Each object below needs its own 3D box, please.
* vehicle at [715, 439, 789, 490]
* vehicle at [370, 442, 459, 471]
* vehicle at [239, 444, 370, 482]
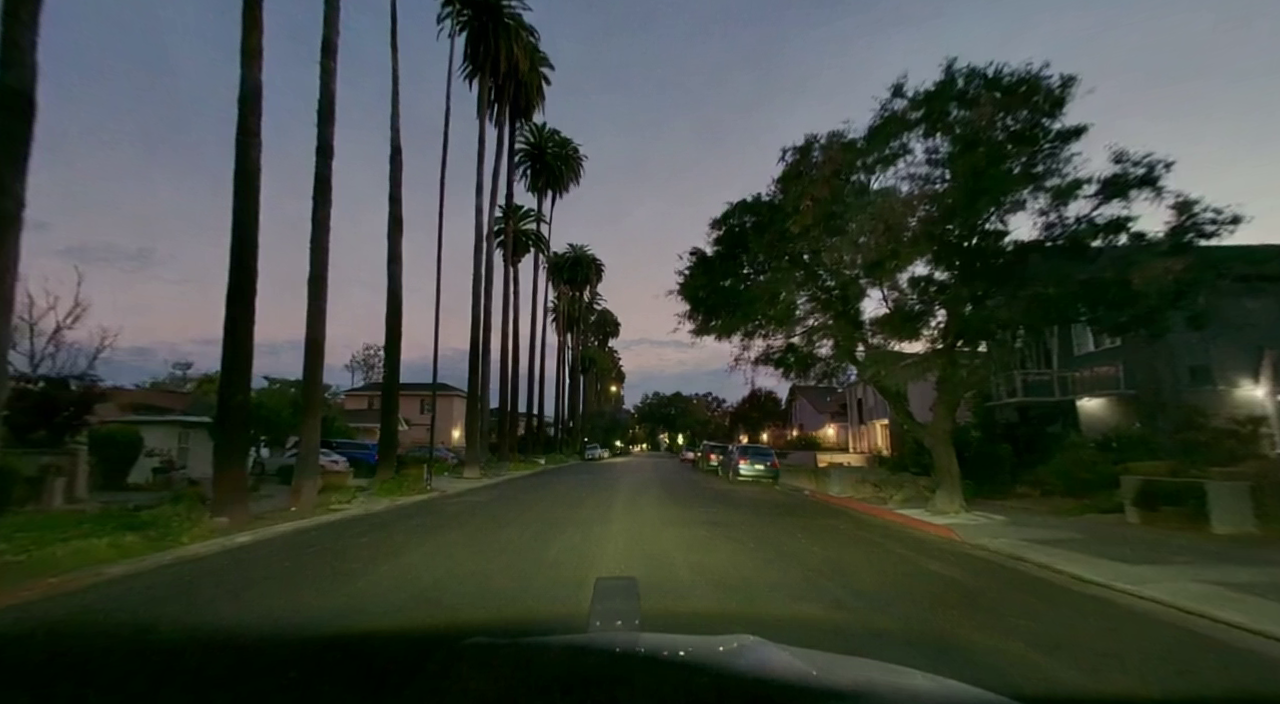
[{"bbox_3d":[4.217,4.306,24.613,1.971,1.663,5.076,2,-9,1],"label":"vehicle"},{"bbox_3d":[-13.234,6.155,37.317,4.448,1.679,1.972,0,-9,2],"label":"vehicle"},{"bbox_3d":[-13.529,4.476,25.647,4.250,1.469,1.817,0,-9,3],"label":"vehicle"}]
